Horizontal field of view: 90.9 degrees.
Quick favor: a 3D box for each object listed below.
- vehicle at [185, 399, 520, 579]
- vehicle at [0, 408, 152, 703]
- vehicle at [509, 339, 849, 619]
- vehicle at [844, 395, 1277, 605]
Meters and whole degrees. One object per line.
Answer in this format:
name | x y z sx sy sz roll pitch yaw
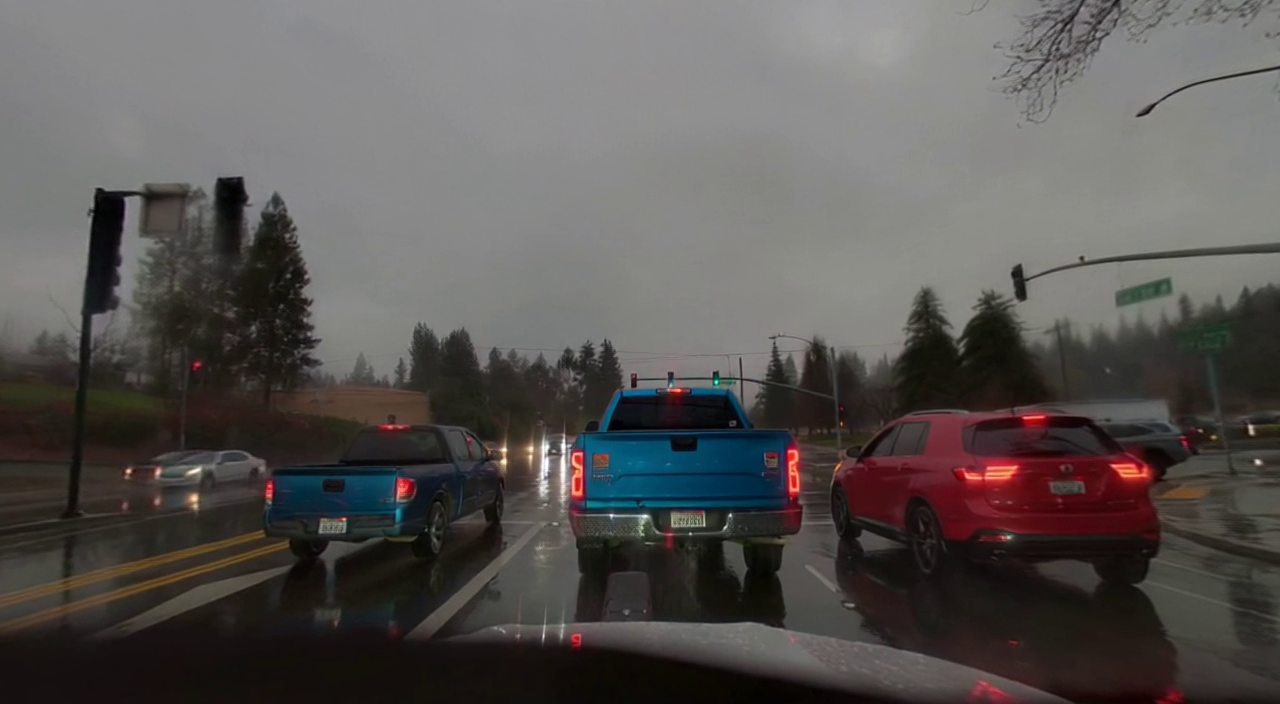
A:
vehicle | -3.286 1.685 8.589 2.125 1.739 4.707 0 -8 3
vehicle | -3.393 0.708 0.654 1.998 1.481 4.656 0 -8 1
vehicle | 0.327 1.281 7.162 2.505 2.084 4.768 0 -8 1
vehicle | 4.040 1.487 7.188 1.984 1.659 4.226 0 -8 0
